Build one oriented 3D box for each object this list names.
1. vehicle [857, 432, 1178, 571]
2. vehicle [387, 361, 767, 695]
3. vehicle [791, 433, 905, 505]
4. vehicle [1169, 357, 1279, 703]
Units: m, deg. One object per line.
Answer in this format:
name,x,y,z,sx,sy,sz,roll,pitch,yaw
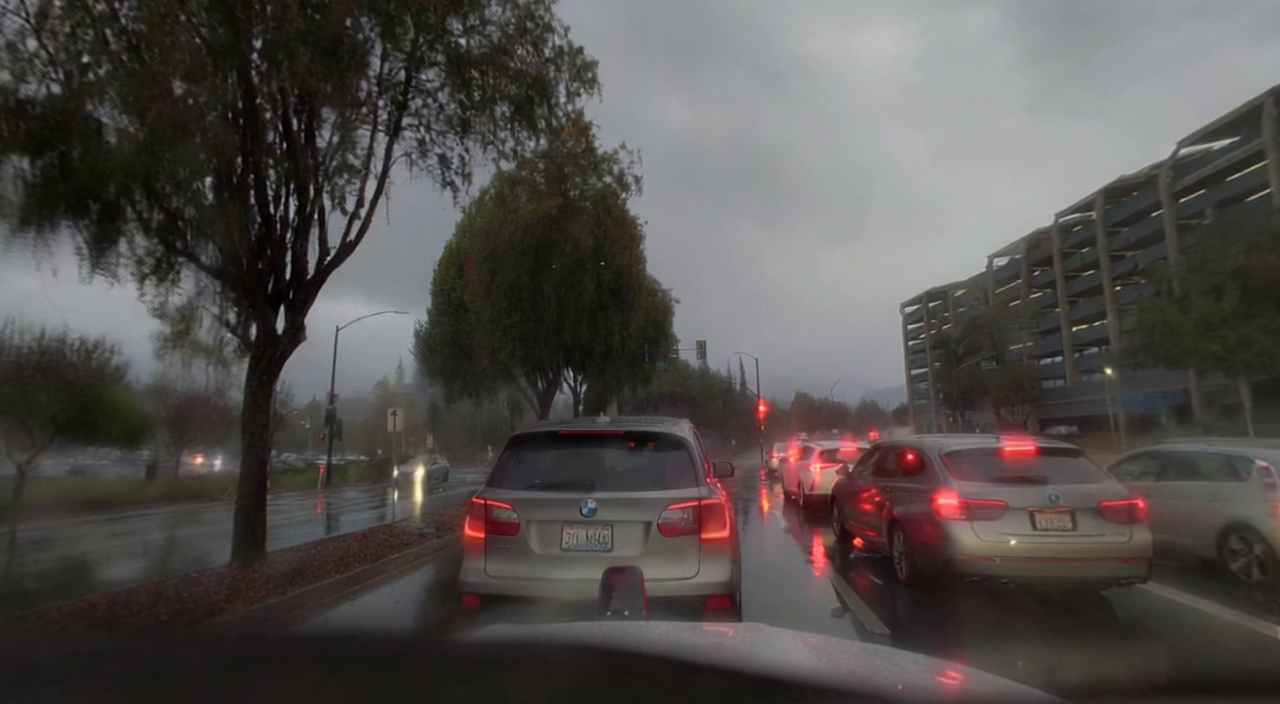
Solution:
vehicle,4.889,1.965,9.173,1.963,1.480,4.553,0,-8,2
vehicle,-0.209,1.237,5.564,2.021,1.742,4.295,-1,-8,4
vehicle,5.329,3.032,16.731,1.994,1.638,4.100,-1,-9,6
vehicle,4.061,0.605,1.118,1.993,1.719,4.953,0,-8,1
